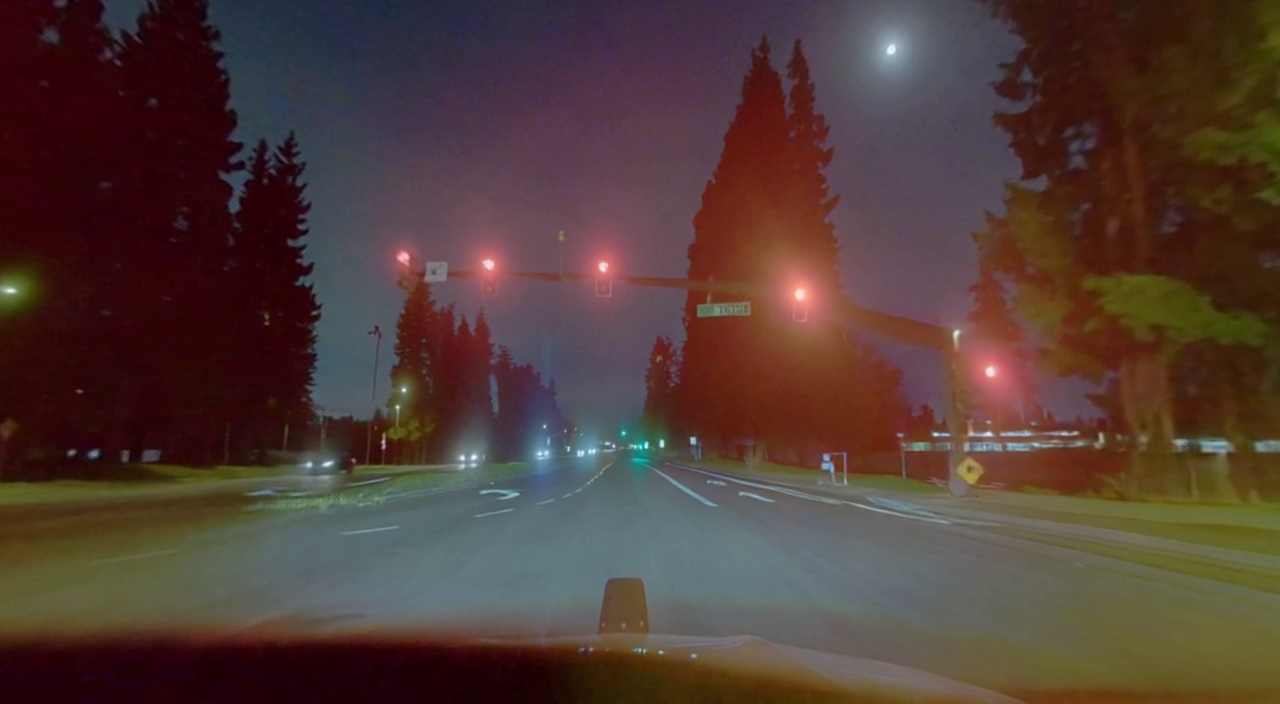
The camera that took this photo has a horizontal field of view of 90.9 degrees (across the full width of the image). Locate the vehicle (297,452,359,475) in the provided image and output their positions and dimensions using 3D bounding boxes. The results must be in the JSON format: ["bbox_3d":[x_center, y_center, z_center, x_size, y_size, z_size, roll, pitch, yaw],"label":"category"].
[{"bbox_3d":[-21.925,7.820,44.490,1.885,1.479,4.675,0,-8,1],"label":"vehicle"}]
